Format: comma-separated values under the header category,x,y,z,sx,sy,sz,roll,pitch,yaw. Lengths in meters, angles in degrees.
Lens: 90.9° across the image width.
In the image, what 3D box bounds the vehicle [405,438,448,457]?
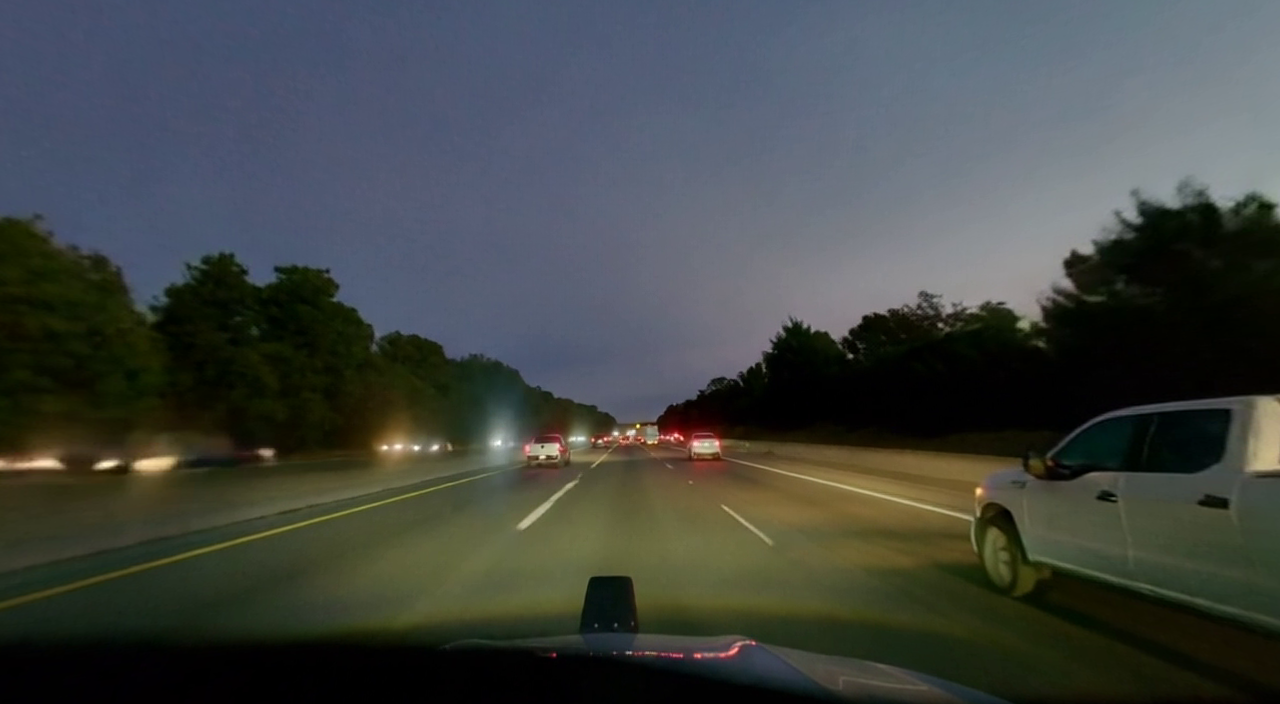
category,x,y,z,sx,sy,sz,roll,pitch,yaw
vehicle,-16.722,7.459,49.521,1.863,1.450,4.406,0,-8,-1

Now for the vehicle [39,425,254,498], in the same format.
category,x,y,z,sx,sy,sz,roll,pitch,yaw
vehicle,-12.111,2.690,15.978,1.906,1.562,4.429,0,-8,-1

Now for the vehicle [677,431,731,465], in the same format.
category,x,y,z,sx,sy,sz,roll,pitch,yaw
vehicle,2.917,4.510,29.729,1.990,1.480,3.865,1,-8,-2

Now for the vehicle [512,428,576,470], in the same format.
category,x,y,z,sx,sy,sz,roll,pitch,yaw
vehicle,-3.960,4.084,26.792,2.011,1.614,4.808,0,-8,0

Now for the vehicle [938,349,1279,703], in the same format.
category,x,y,z,sx,sy,sz,roll,pitch,yaw
vehicle,3.588,0.875,2.999,1.949,1.639,4.748,0,-8,-1
